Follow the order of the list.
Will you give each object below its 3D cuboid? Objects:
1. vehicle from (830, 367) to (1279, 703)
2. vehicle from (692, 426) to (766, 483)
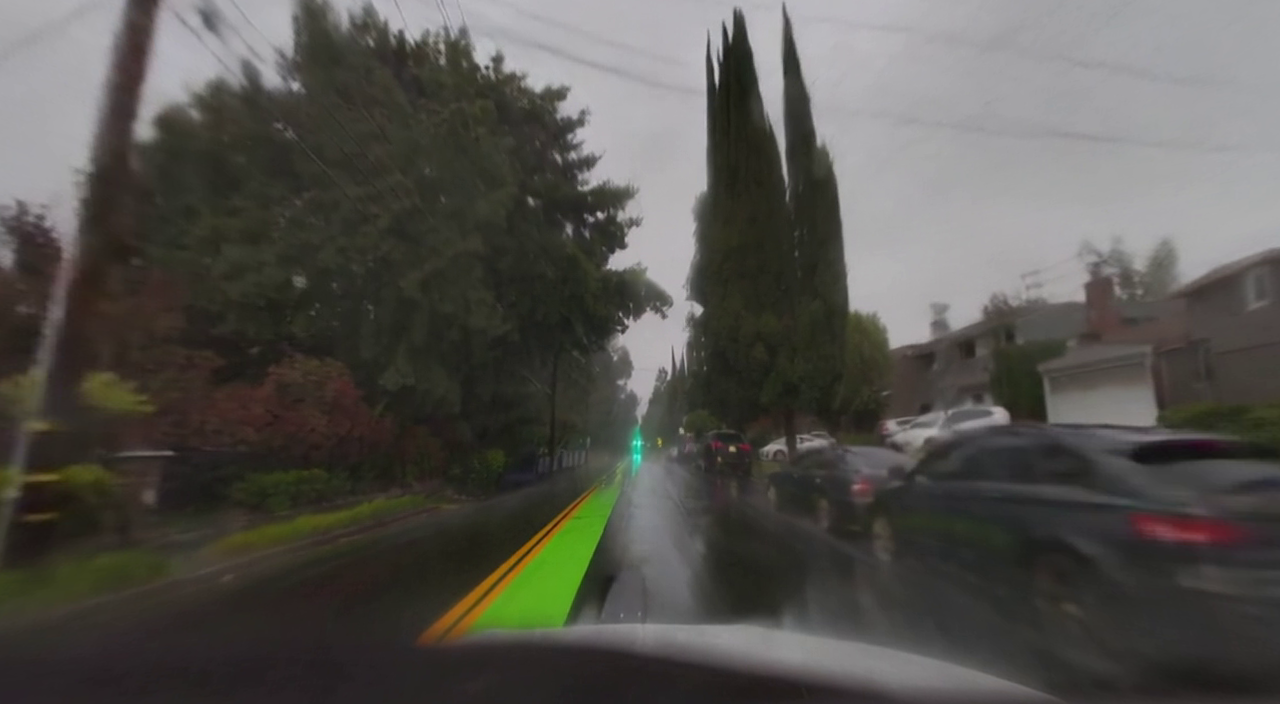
[{"bbox_3d":[3.311,1.246,5.284,1.848,1.624,5.200,0,-8,0],"label":"vehicle"},{"bbox_3d":[3.249,3.877,24.148,2.020,1.900,5.202,0,-8,-1],"label":"vehicle"}]
